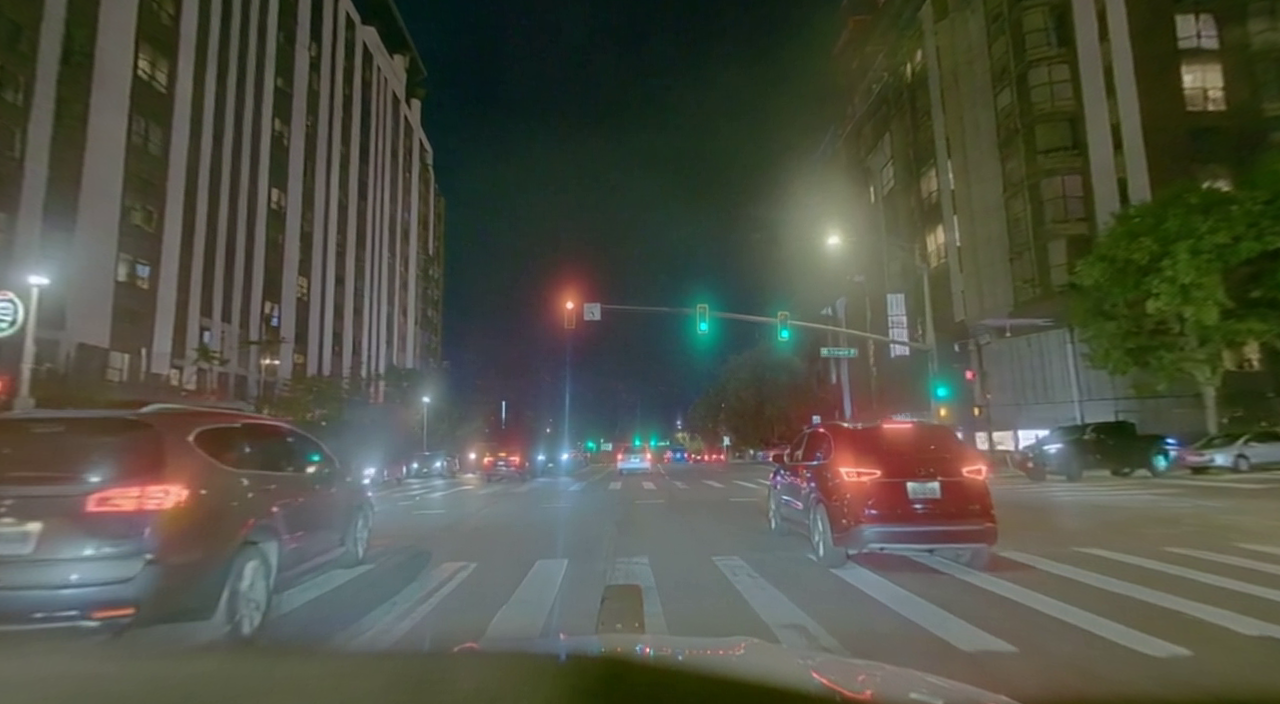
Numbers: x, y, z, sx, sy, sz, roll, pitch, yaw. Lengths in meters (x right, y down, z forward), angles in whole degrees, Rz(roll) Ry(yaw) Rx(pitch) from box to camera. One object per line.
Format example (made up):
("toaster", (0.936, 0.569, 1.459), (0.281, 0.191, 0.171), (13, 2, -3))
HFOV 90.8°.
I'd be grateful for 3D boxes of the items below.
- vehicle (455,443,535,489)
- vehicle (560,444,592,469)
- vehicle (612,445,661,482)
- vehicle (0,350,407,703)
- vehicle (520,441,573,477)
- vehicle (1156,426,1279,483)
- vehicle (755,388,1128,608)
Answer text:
("vehicle", (-5.638, 4.489, 25.187), (2.062, 1.532, 4.830), (-2, -9, 0))
("vehicle", (-4.953, 8.102, 49.358), (2.009, 1.837, 5.590), (0, -8, -1))
("vehicle", (-0.176, 4.921, 28.280), (2.059, 1.492, 4.033), (0, -8, -1))
("vehicle", (-3.550, 1.246, 5.178), (2.031, 1.873, 4.581), (1, -8, -7))
("vehicle", (-5.102, 5.877, 35.081), (2.275, 1.816, 4.923), (0, -8, -1))
("vehicle", (17.784, 2.883, 17.989), (4.440, 1.504, 2.216), (1, -8, -7))
("vehicle", (3.019, 1.584, 7.838), (2.129, 1.844, 4.767), (0, -8, -2))
